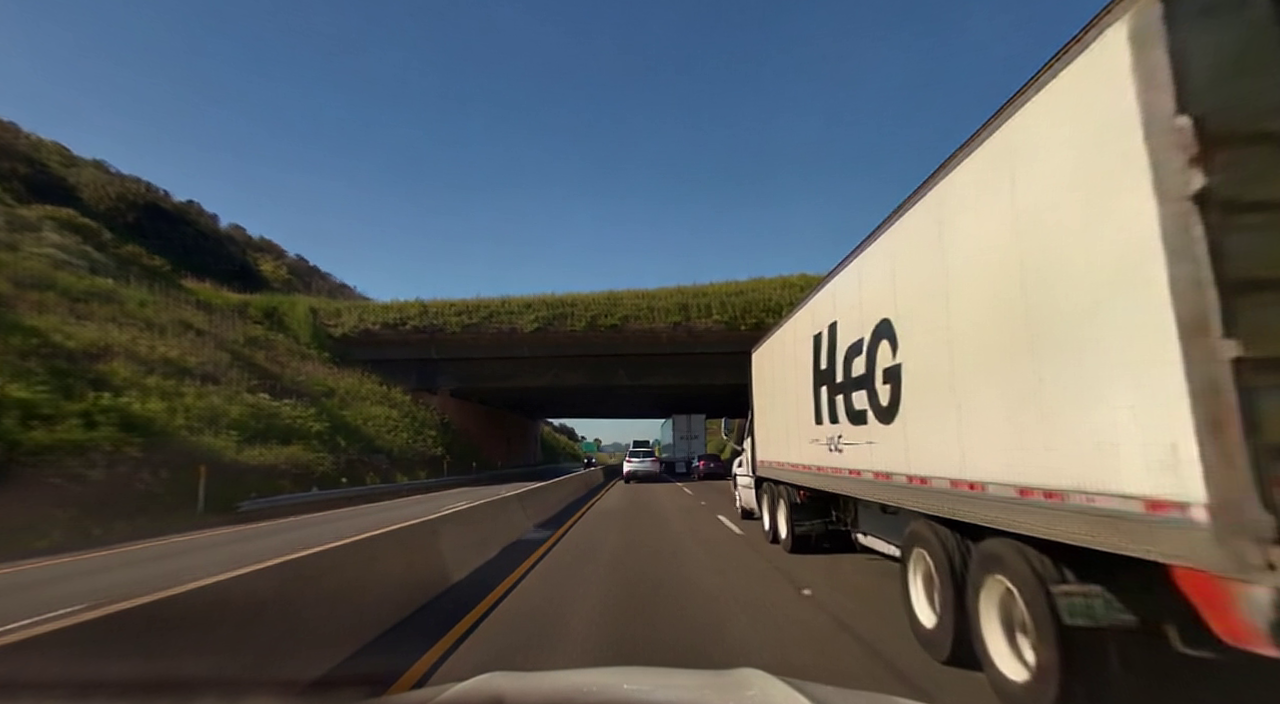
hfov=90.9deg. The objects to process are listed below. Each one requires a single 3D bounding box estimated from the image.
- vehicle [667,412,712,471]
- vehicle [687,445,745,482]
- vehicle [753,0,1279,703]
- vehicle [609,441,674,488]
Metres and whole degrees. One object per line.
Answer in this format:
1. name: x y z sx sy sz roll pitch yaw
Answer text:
1. vehicle: 3.572 6.677 46.706 2.948 3.974 6.480 -1 -9 3
2. vehicle: 3.302 4.945 28.122 1.972 1.505 3.946 0 -9 -1
3. vehicle: 3.030 0.159 5.045 2.987 3.897 5.990 -1 -9 0
4. vehicle: 0.035 4.269 24.159 2.256 1.615 4.114 -1 -9 0
